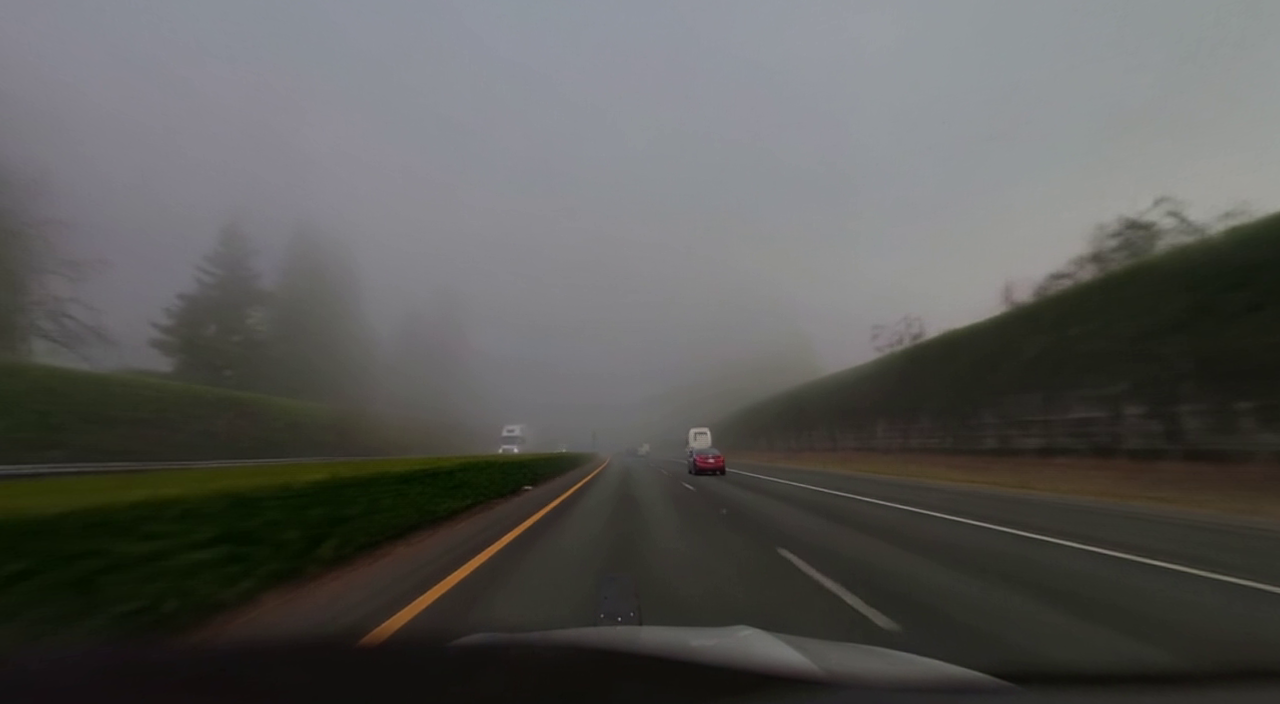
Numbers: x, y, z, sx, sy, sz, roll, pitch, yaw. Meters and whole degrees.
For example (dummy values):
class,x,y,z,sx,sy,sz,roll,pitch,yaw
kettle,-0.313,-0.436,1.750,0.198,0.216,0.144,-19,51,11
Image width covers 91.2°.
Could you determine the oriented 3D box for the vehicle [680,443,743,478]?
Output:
class,x,y,z,sx,sy,sz,roll,pitch,yaw
vehicle,3.274,5.080,29.612,2.244,1.498,4.338,0,-9,-3
